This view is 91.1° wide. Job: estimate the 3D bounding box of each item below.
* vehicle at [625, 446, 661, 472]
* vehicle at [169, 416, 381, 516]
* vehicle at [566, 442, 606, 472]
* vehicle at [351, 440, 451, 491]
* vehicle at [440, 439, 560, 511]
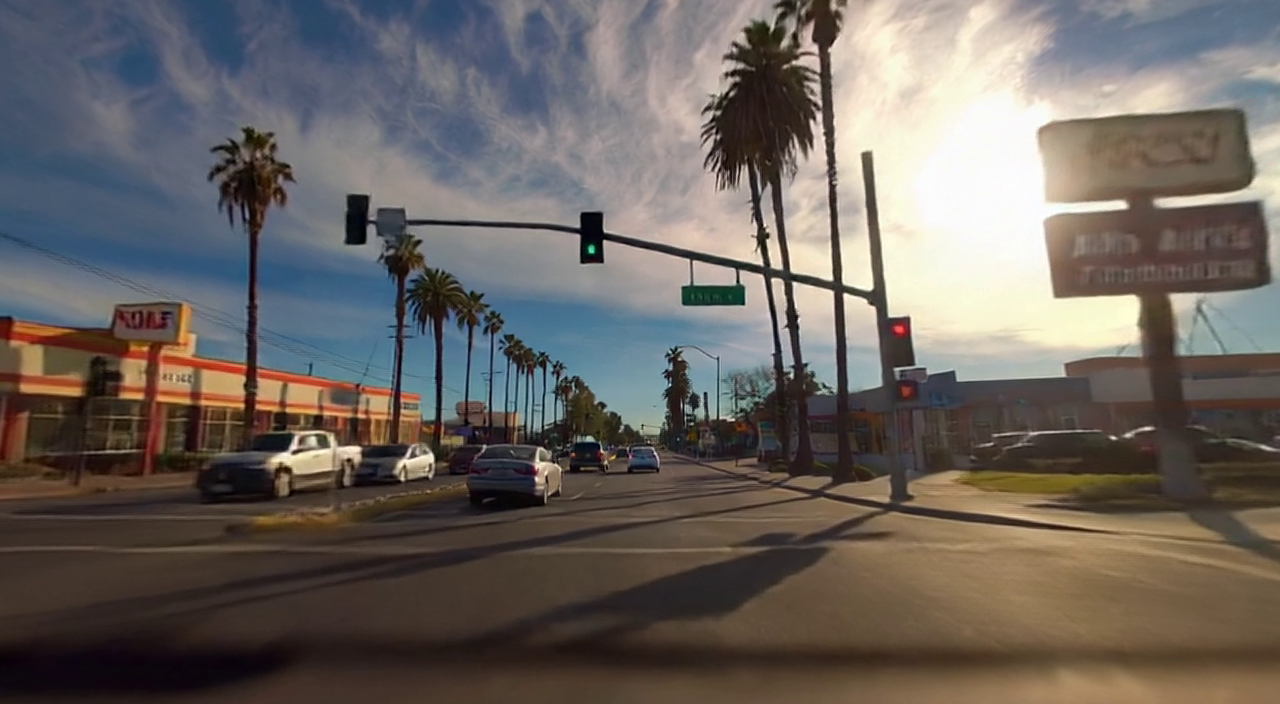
[{"bbox_3d":[0.181,6.516,38.510,2.094,1.496,4.070,0,-8,0],"label":"vehicle"},{"bbox_3d":[-8.386,2.675,15.203,2.058,1.929,5.123,-1,-9,0],"label":"vehicle"},{"bbox_3d":[-3.080,6.153,36.863,1.979,1.634,3.957,0,-8,0],"label":"vehicle"},{"bbox_3d":[-8.275,3.945,22.164,1.893,1.576,4.075,-2,-9,0],"label":"vehicle"},{"bbox_3d":[-3.294,2.971,15.705,1.904,1.513,4.410,0,-8,1],"label":"vehicle"}]
